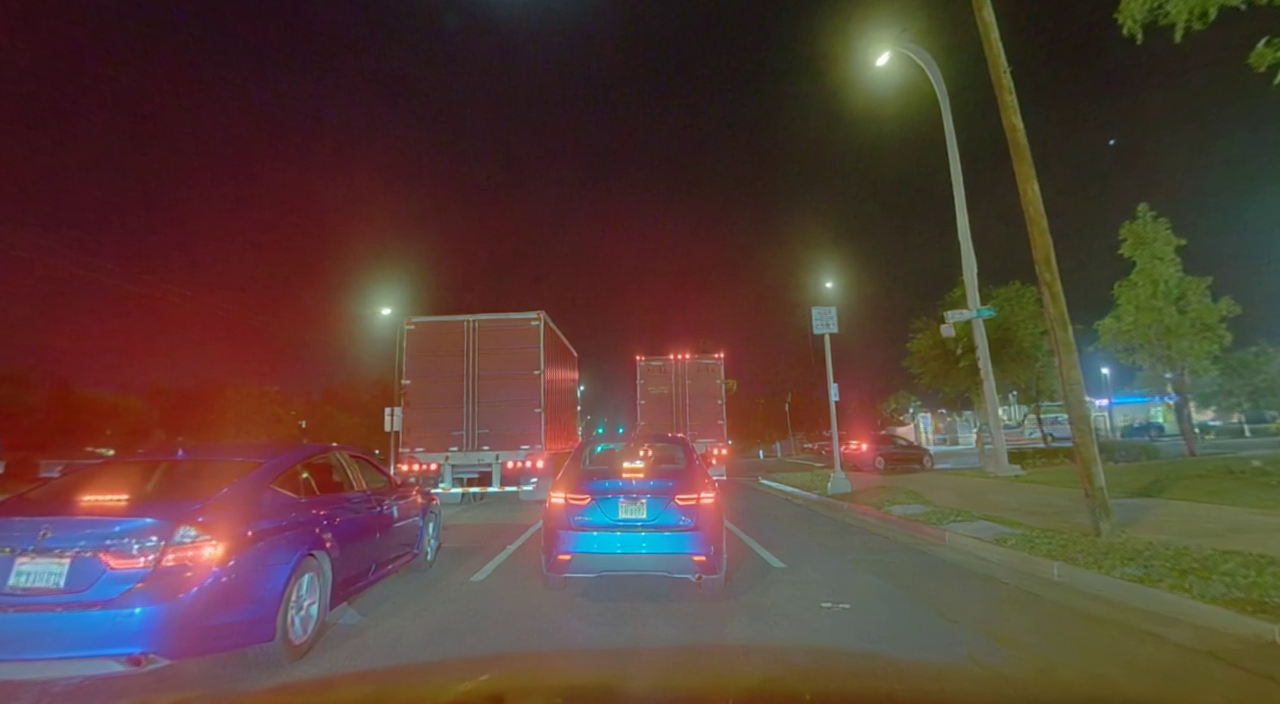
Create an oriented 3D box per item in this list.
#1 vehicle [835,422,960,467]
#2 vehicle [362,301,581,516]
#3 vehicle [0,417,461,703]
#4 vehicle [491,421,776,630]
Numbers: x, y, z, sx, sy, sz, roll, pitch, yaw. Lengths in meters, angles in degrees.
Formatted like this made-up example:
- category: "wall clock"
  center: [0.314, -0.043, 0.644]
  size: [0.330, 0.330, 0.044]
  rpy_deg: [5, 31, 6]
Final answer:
- category: "vehicle"
  center: [11.523, 4.166, 28.258]
  size: [4.681, 1.713, 1.969]
  rpy_deg: [-2, -9, -10]
- category: "vehicle"
  center: [-3.263, 1.478, 14.631]
  size: [3.020, 3.800, 7.105]
  rpy_deg: [0, -8, 0]
- category: "vehicle"
  center: [-3.094, 1.373, 5.166]
  size: [1.969, 1.471, 4.378]
  rpy_deg: [0, -8, 0]
- category: "vehicle"
  center: [-0.108, 1.571, 6.706]
  size: [2.067, 1.506, 4.118]
  rpy_deg: [0, -8, -2]
